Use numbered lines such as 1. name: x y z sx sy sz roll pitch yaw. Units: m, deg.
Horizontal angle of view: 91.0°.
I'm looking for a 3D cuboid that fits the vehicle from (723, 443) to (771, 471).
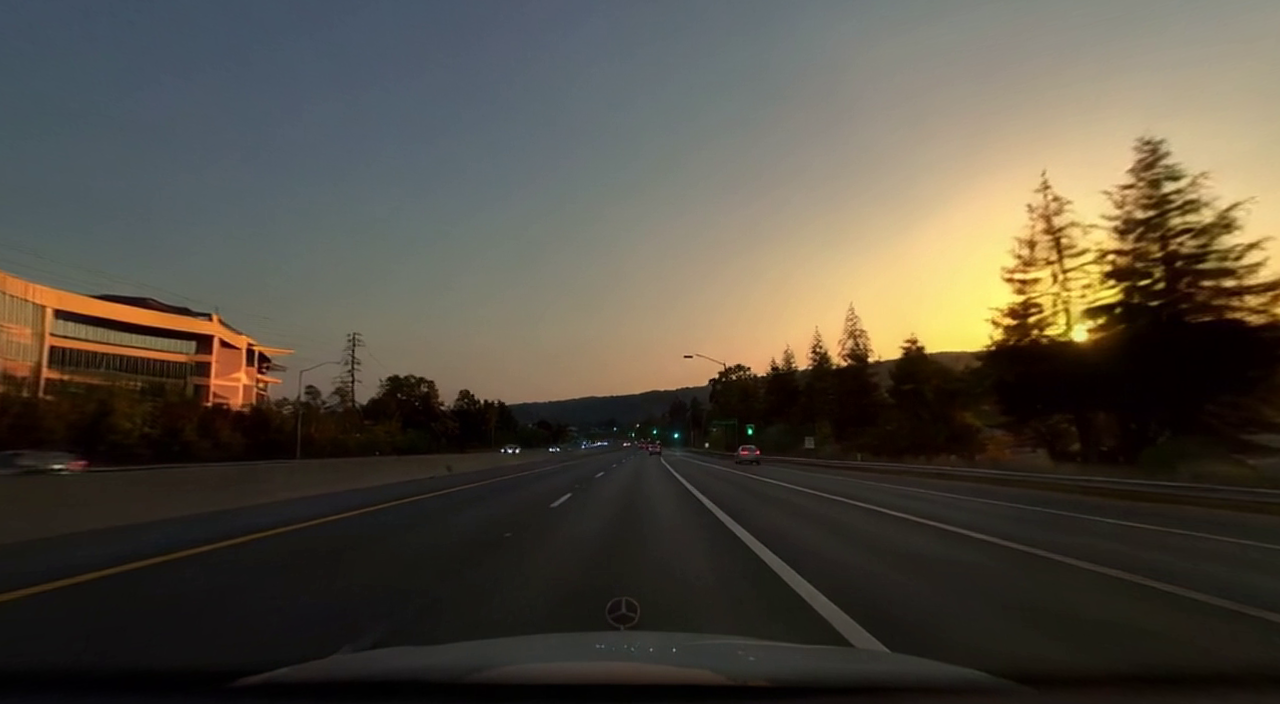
1. vehicle: 6.520 6.455 38.907 2.085 1.594 4.848 0 -9 0
